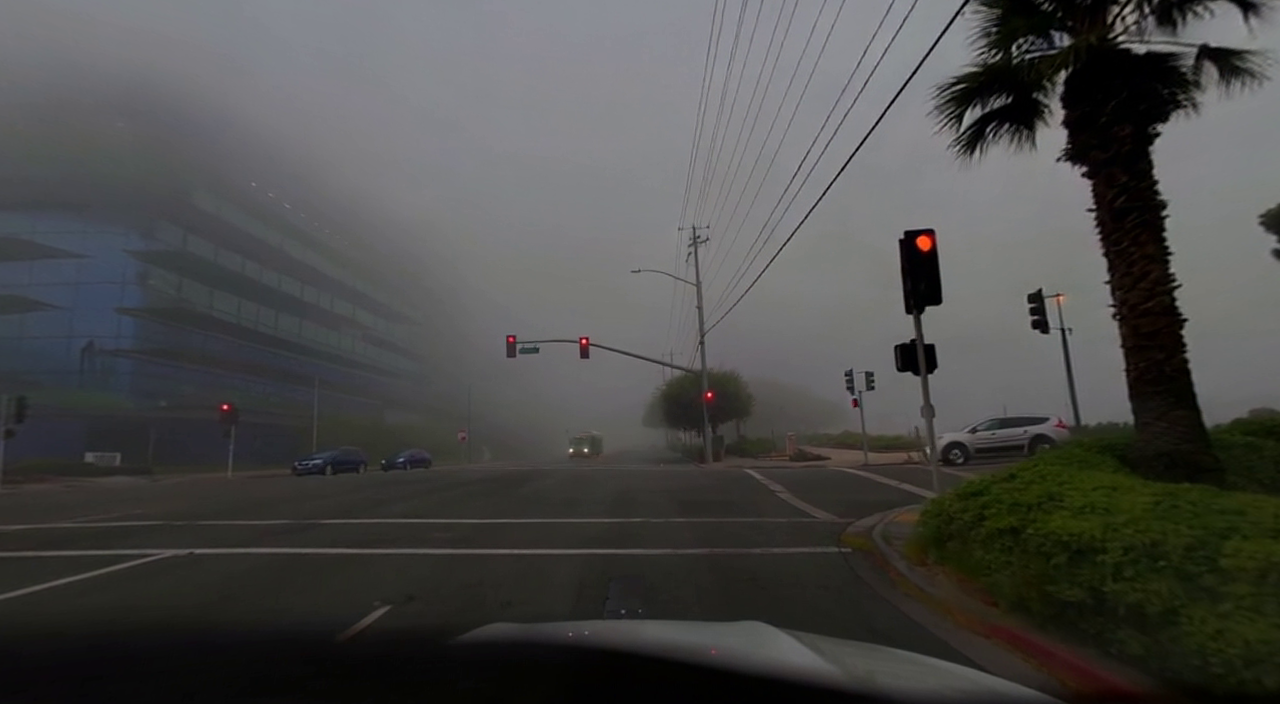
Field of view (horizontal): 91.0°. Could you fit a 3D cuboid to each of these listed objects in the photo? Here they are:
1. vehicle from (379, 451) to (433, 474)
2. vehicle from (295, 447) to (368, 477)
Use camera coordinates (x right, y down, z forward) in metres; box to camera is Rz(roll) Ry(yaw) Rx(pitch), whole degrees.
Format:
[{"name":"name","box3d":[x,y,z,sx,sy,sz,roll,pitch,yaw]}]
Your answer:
[{"name":"vehicle","box3d":[-15.197,7.146,41.048,1.875,1.389,3.784,0,-9,3]},{"name":"vehicle","box3d":[-19.047,6.799,39.124,2.017,1.739,4.569,0,-9,2]}]
